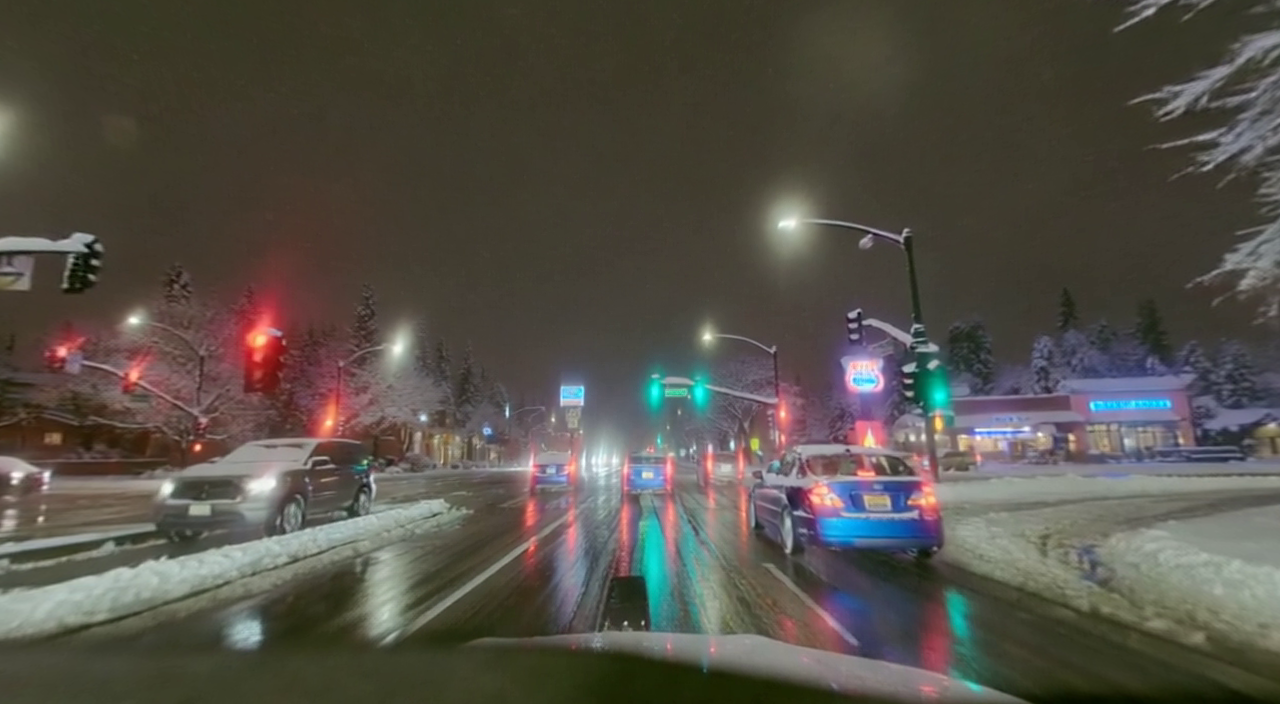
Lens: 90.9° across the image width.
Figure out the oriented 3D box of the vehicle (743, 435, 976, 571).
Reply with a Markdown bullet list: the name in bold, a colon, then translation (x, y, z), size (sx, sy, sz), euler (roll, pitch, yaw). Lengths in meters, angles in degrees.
- **vehicle**: translation (2.819, 2.016, 9.244), size (1.946, 1.513, 4.133), euler (0, -8, 1)

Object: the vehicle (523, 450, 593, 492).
- **vehicle**: translation (-3.180, 4.723, 25.365), size (2.040, 1.471, 4.211), euler (-1, -9, 3)

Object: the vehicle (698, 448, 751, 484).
- **vehicle**: translation (3.883, 5.304, 29.735), size (1.931, 1.552, 4.125), euler (0, -9, 0)

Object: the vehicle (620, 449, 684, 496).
- **vehicle**: translation (0.418, 4.262, 22.683), size (2.070, 1.460, 4.118), euler (0, -8, 1)

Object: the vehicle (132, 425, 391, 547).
- **vehicle**: translation (-6.594, 2.353, 11.762), size (2.058, 1.804, 4.391), euler (0, -9, 0)
